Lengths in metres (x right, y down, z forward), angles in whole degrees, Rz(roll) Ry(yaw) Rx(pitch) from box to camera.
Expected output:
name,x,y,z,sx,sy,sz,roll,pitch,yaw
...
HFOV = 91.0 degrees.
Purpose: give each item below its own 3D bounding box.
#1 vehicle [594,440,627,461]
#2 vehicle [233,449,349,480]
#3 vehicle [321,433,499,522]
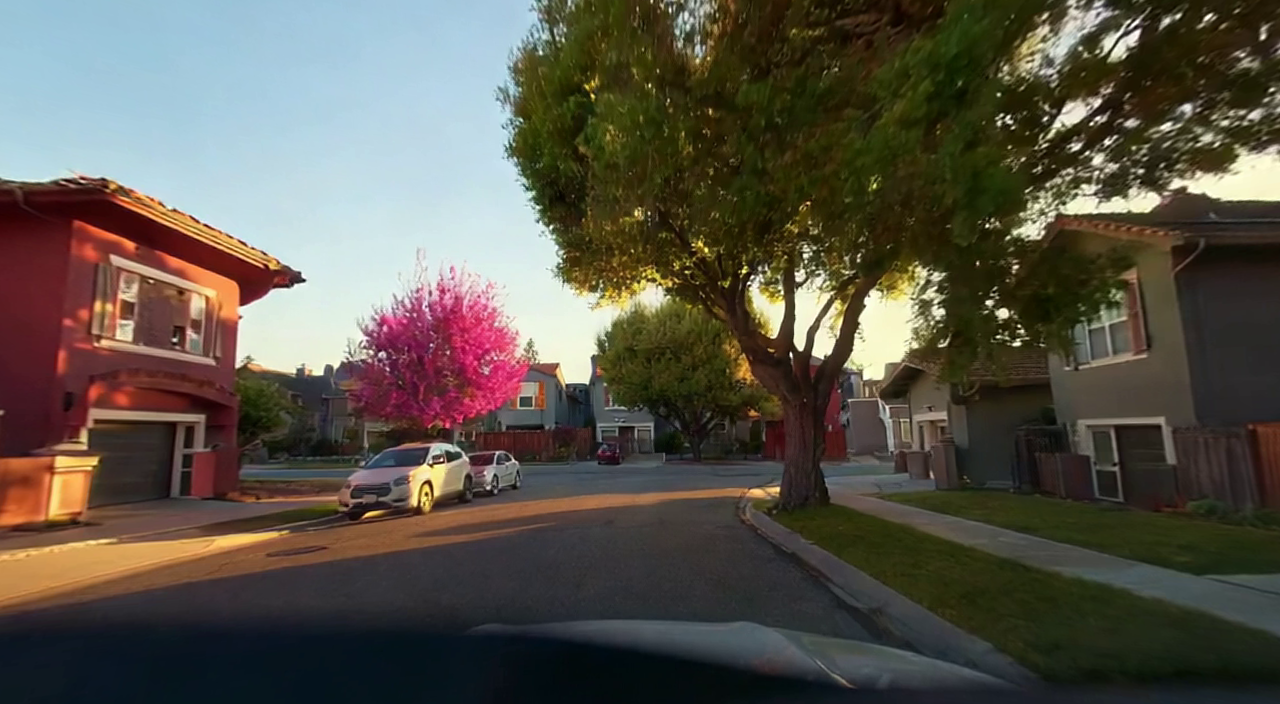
name,x,y,z,sx,sy,sz,roll,pitch,yaw
vehicle,-2.158,7.467,47.634,1.968,1.491,4.486,-1,-9,4
vehicle,-17.827,5.739,32.268,4.804,1.487,1.974,-1,-9,4
vehicle,-5.235,2.907,15.212,2.139,1.783,4.717,-1,-9,6
